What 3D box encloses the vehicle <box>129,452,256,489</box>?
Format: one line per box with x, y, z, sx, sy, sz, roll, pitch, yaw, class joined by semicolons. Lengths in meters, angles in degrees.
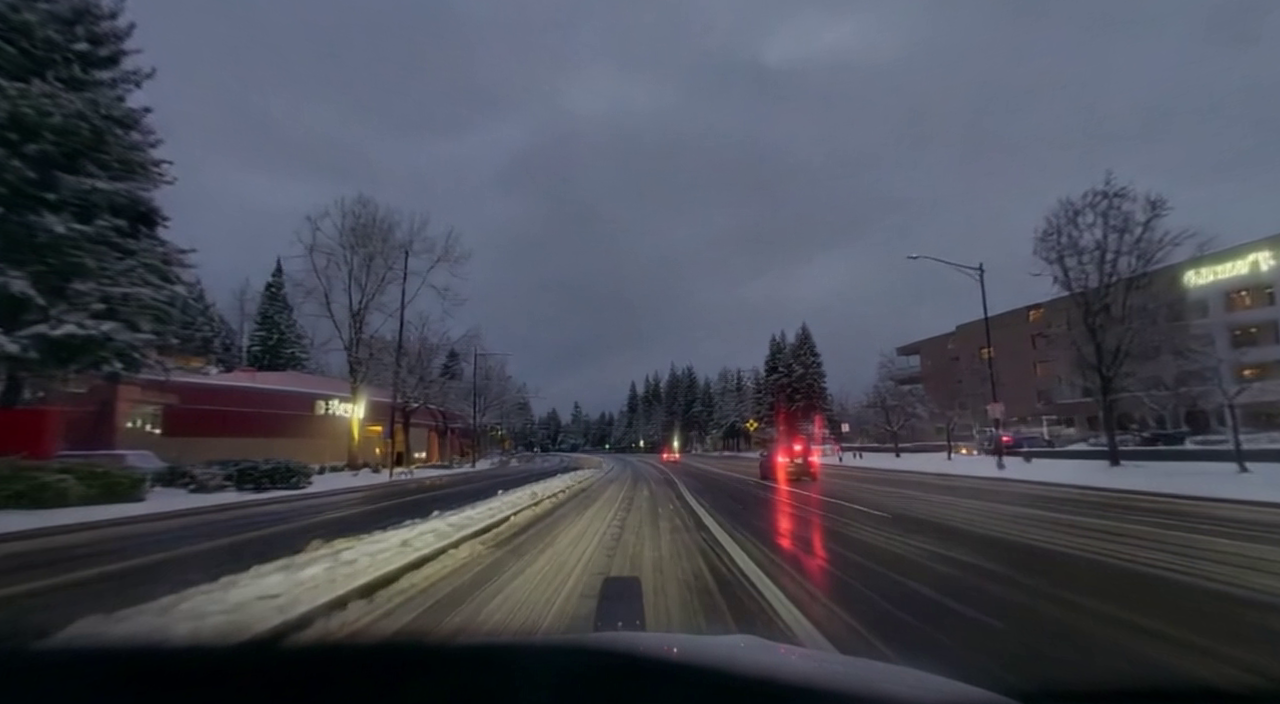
-20.960;5.559;29.718;4.519;1.614;1.898;-1;-9;2;vehicle

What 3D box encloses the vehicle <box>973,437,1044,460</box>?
24.222;6.337;41.578;3.603;1.474;1.634;0;-9;-2;vehicle

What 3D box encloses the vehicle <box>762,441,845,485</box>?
6.549;4.481;25.788;2.181;1.639;4.127;0;-9;-1;vehicle

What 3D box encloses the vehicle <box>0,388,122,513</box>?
-21.405;3.031;19.390;8.324;3.550;2.670;0;-9;-2;vehicle
